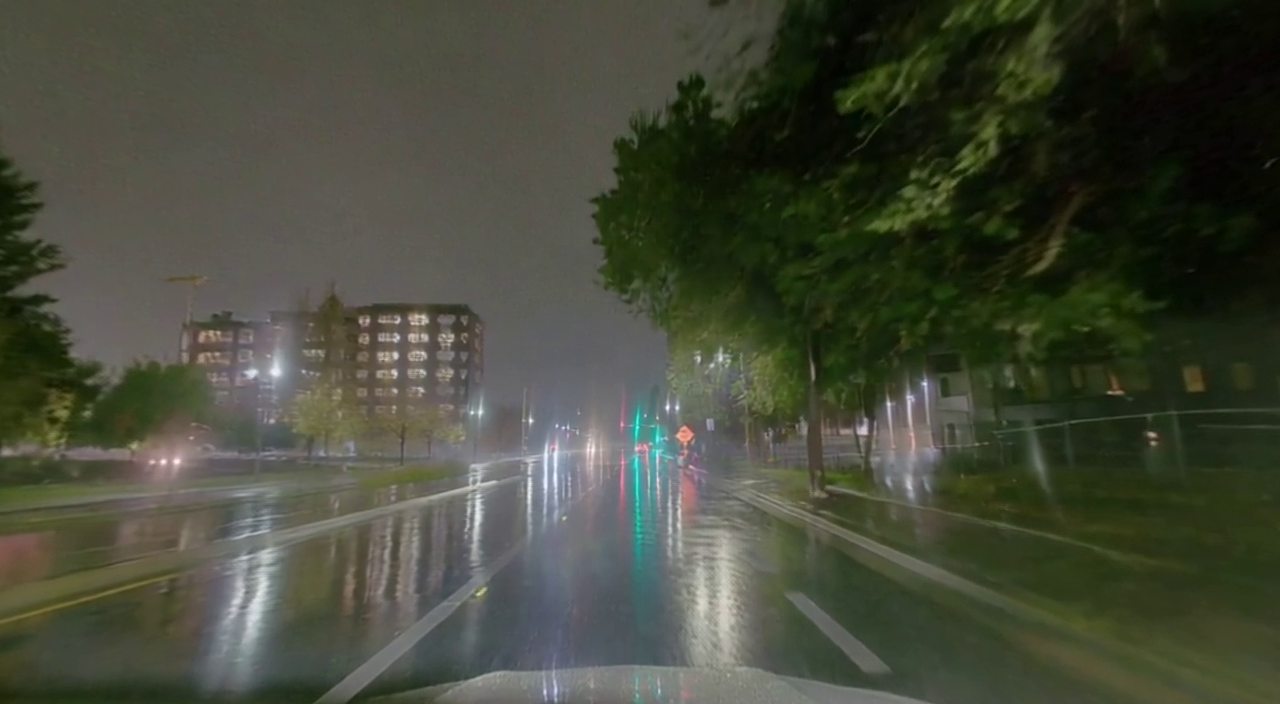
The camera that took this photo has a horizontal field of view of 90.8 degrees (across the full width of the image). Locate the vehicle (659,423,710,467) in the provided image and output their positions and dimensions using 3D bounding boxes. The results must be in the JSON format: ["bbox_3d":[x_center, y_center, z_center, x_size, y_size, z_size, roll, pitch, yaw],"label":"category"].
[{"bbox_3d":[2.861,6.134,41.683,2.849,2.686,3.176,-1,-8,-4],"label":"vehicle"}]
